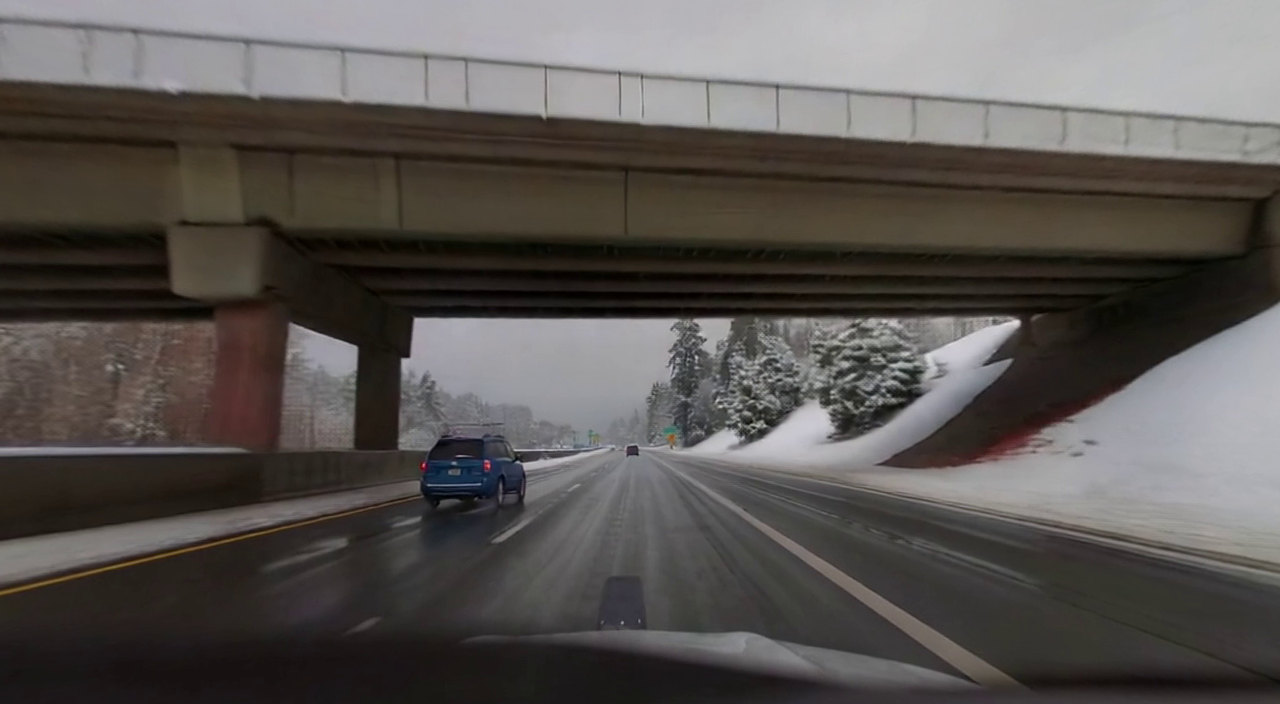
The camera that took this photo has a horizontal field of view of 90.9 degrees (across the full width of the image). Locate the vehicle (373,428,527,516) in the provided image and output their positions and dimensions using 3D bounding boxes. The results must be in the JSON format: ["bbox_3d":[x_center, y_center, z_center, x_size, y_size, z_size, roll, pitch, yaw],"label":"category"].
[{"bbox_3d":[-4.274,2.800,15.184,2.221,1.750,4.706,0,-9,0],"label":"vehicle"}]
